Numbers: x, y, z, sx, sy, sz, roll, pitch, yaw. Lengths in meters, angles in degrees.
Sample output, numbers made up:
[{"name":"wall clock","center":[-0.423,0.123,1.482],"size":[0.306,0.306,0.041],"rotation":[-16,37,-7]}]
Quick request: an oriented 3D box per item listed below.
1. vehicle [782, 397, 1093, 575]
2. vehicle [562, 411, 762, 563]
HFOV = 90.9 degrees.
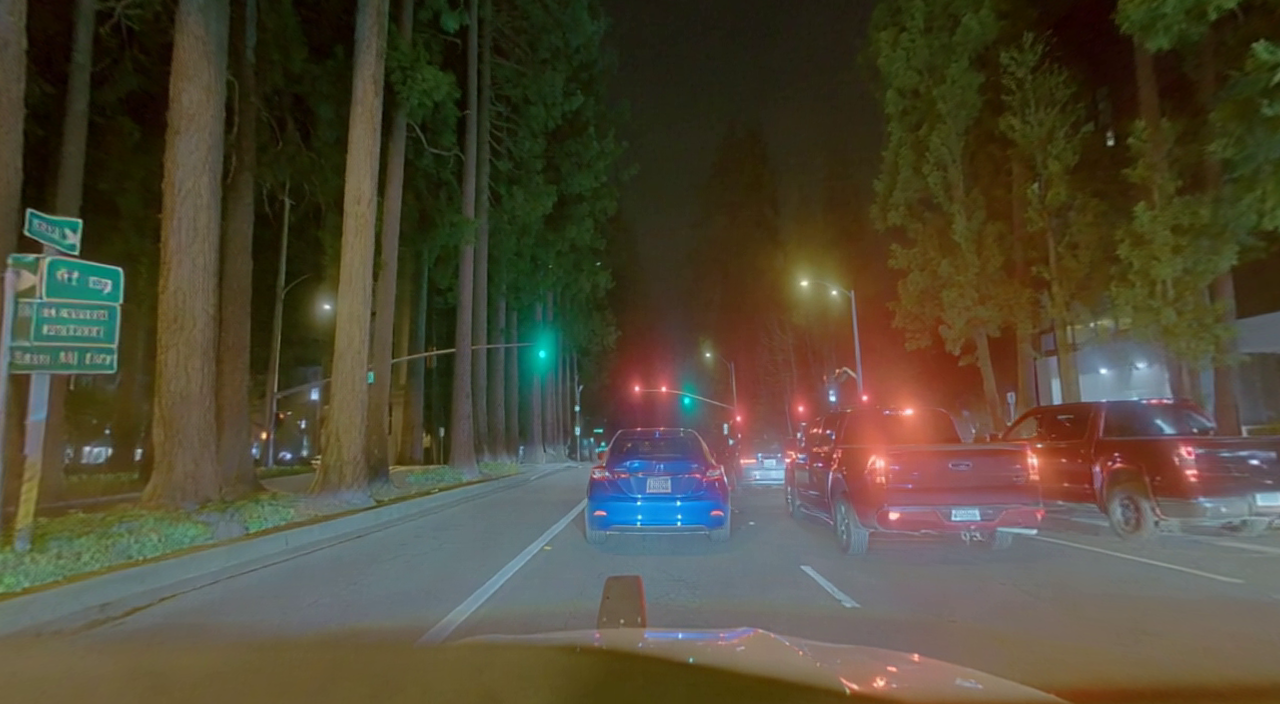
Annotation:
[{"name":"vehicle","center":[3.391,1.630,8.374],"size":[2.099,1.725,4.290],"rotation":[0,-8,2]},{"name":"vehicle","center":[0.250,1.776,8.977],"size":[2.168,1.641,4.039],"rotation":[0,-8,0]}]
